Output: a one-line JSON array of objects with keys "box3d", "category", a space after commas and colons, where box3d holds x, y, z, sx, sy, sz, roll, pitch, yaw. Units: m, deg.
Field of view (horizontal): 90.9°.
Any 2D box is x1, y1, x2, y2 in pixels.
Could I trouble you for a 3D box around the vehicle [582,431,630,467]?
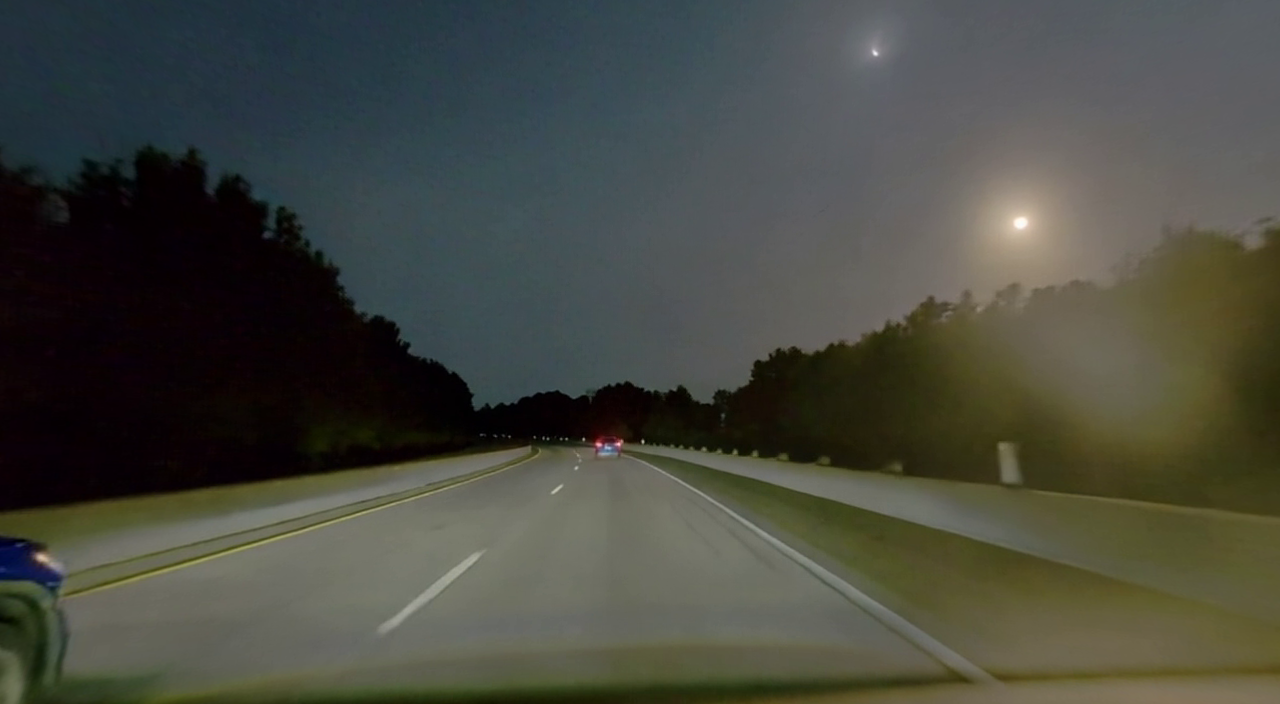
[{"box3d": [-1.869, 5.259, 34.482, 2.452, 1.857, 4.022, 1, -8, -3], "category": "vehicle"}]
